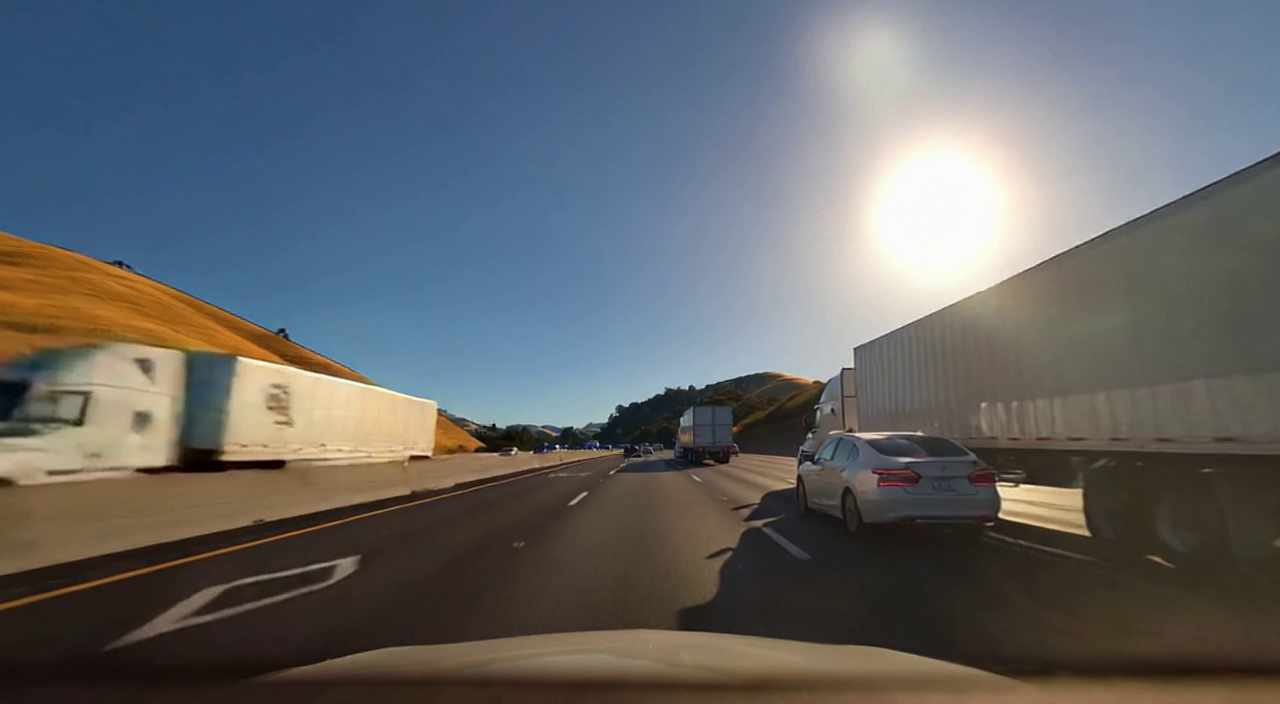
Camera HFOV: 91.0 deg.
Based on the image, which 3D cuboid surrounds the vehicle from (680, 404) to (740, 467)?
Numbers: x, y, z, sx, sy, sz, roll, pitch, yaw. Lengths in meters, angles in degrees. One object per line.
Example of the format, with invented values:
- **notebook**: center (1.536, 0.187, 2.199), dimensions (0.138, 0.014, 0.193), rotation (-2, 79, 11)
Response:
- **vehicle**: center (4.736, 6.075, 45.071), dimensions (3.049, 3.968, 10.706), rotation (0, -9, 0)

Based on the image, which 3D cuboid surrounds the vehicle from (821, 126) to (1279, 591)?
- **vehicle**: center (7.411, 1.123, 12.697), dimensions (2.947, 4.199, 16.175), rotation (0, -9, 1)

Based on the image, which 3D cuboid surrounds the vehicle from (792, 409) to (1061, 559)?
- **vehicle**: center (3.858, 1.863, 9.520), dimensions (2.055, 1.737, 4.224), rotation (0, -9, 0)

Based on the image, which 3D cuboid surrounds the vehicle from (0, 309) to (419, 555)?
- **vehicle**: center (-9.210, 2.010, 14.855), dimensions (3.049, 3.230, 13.174), rotation (0, -9, 1)
